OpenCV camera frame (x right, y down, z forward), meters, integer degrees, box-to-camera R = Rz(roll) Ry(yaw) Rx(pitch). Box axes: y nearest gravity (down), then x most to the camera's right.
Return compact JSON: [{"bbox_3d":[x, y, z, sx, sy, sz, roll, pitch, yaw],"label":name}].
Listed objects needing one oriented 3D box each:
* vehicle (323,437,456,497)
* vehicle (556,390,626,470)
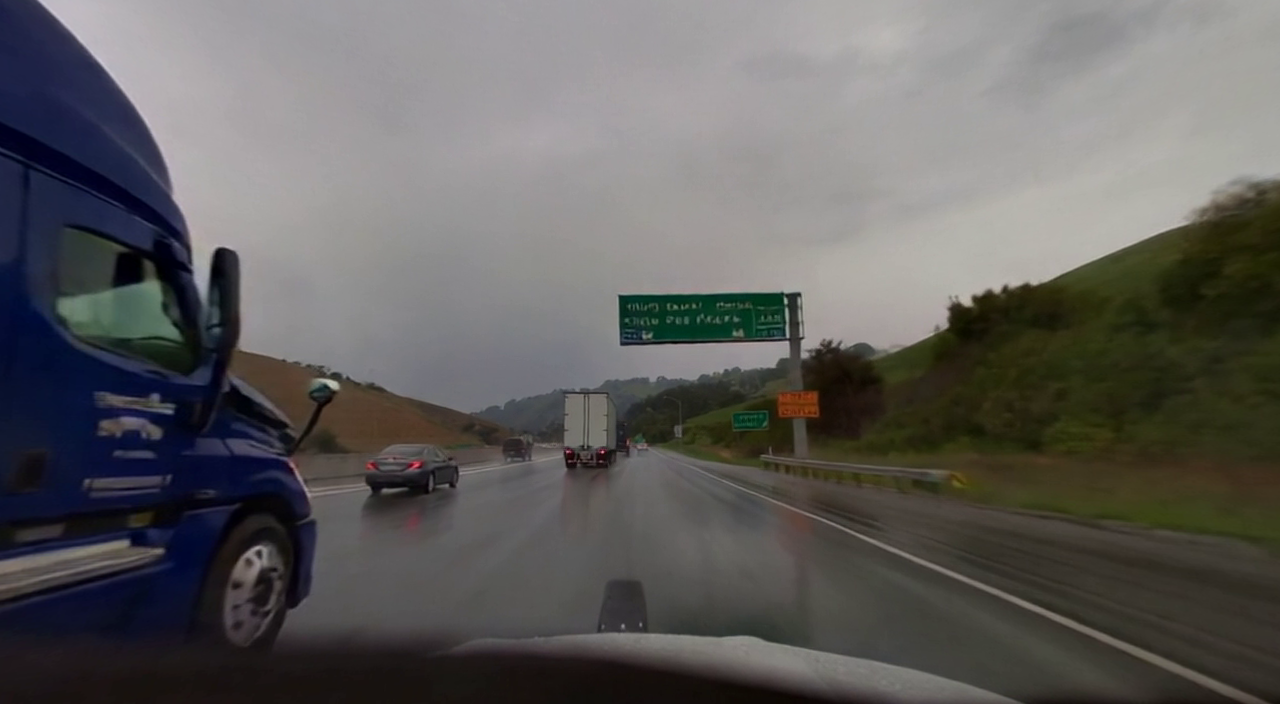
[{"bbox_3d":[-7.011,3.257,18.271,1.911,1.494,4.555,0,-8,1],"label":"vehicle"},{"bbox_3d":[-2.852,5.479,42.709,3.202,4.352,16.251,0,-8,1],"label":"vehicle"}]
